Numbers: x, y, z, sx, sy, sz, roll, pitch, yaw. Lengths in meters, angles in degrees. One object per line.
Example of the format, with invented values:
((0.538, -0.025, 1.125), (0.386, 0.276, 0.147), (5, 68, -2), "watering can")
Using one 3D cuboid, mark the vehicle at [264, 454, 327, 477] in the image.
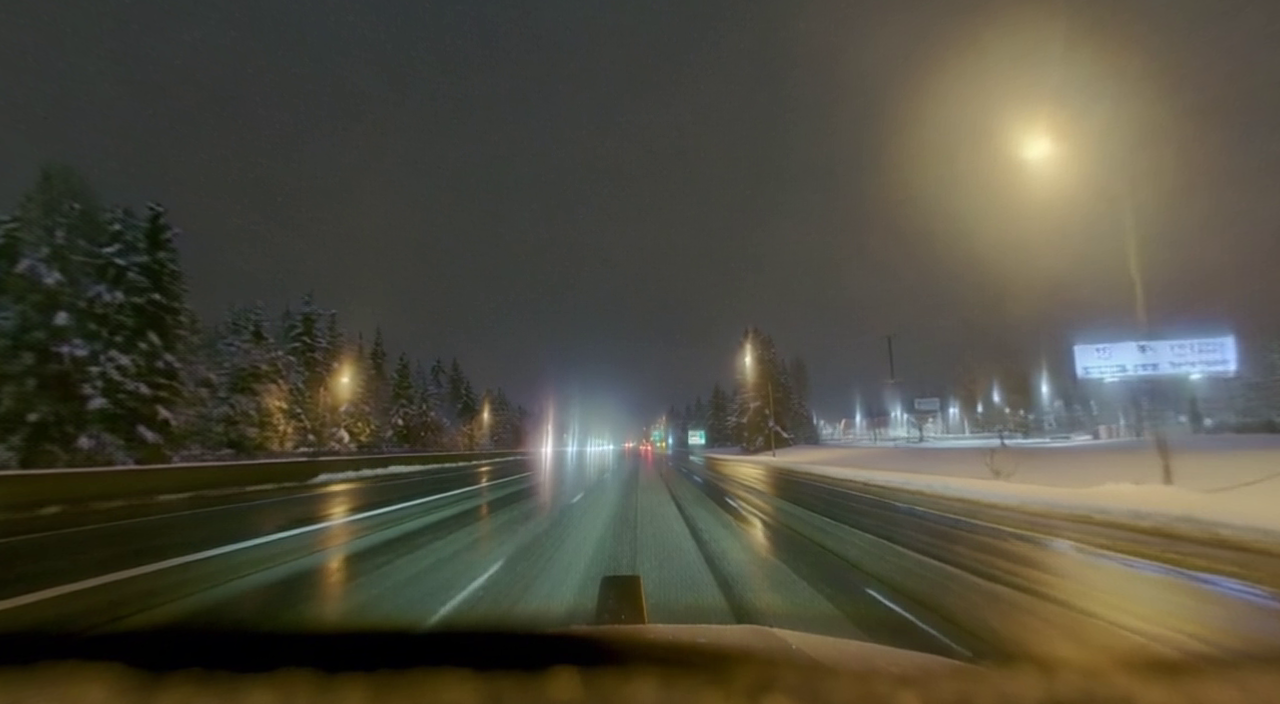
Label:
((-24.459, 8.051, 44.806), (1.918, 1.465, 4.515), (0, -9, 0), "vehicle")
